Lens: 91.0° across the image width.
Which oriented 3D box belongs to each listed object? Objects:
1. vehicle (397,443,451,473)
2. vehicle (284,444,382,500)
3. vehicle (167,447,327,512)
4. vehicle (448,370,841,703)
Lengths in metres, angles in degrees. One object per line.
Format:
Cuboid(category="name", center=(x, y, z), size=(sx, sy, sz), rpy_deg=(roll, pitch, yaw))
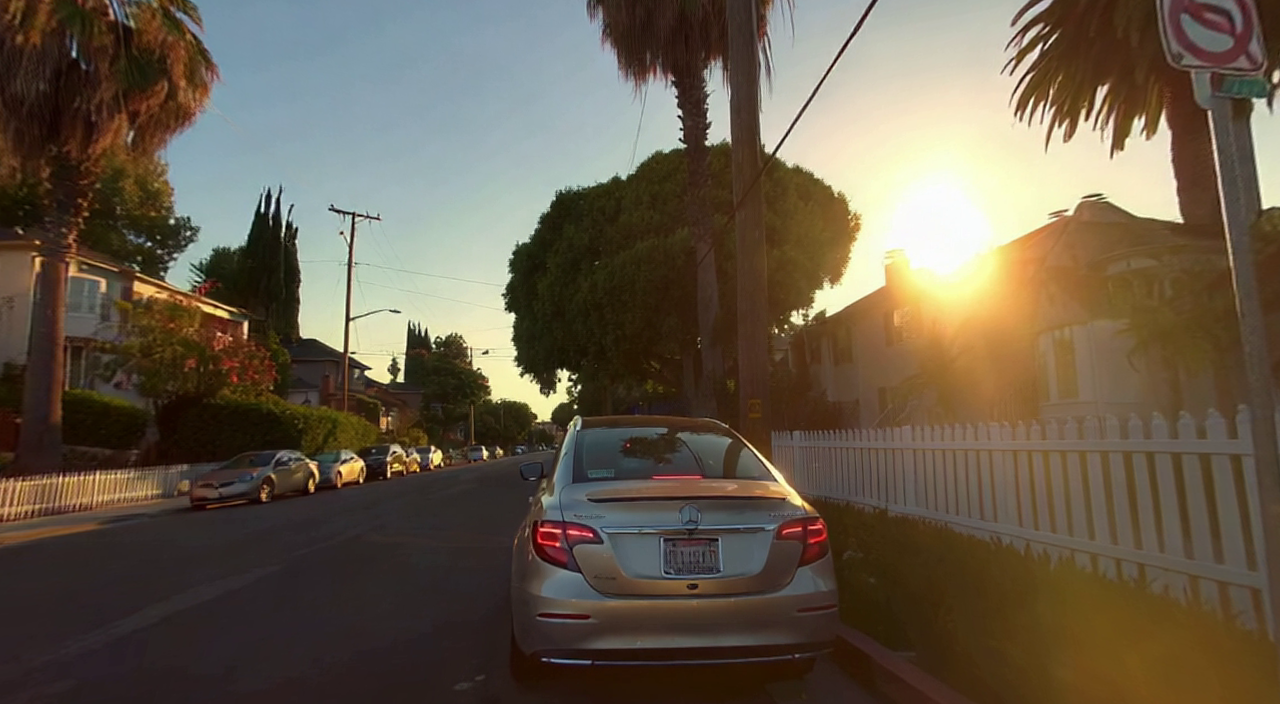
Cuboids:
Cuboid(category="vehicle", center=(-13.169, 6.466, 38.694), size=(2.060, 1.689, 4.999), rpy_deg=(1, -8, -7))
Cuboid(category="vehicle", center=(-12.158, 4.715, 25.275), size=(2.048, 1.485, 4.757), rpy_deg=(-4, -4, -7))
Cuboid(category="vehicle", center=(-11.394, 3.660, 18.789), size=(2.017, 1.627, 5.039), rpy_deg=(1, -8, -7))
Cuboid(category="vehicle", center=(-0.134, 1.219, 4.994), size=(1.894, 1.695, 3.795), rpy_deg=(1, -8, -5))
